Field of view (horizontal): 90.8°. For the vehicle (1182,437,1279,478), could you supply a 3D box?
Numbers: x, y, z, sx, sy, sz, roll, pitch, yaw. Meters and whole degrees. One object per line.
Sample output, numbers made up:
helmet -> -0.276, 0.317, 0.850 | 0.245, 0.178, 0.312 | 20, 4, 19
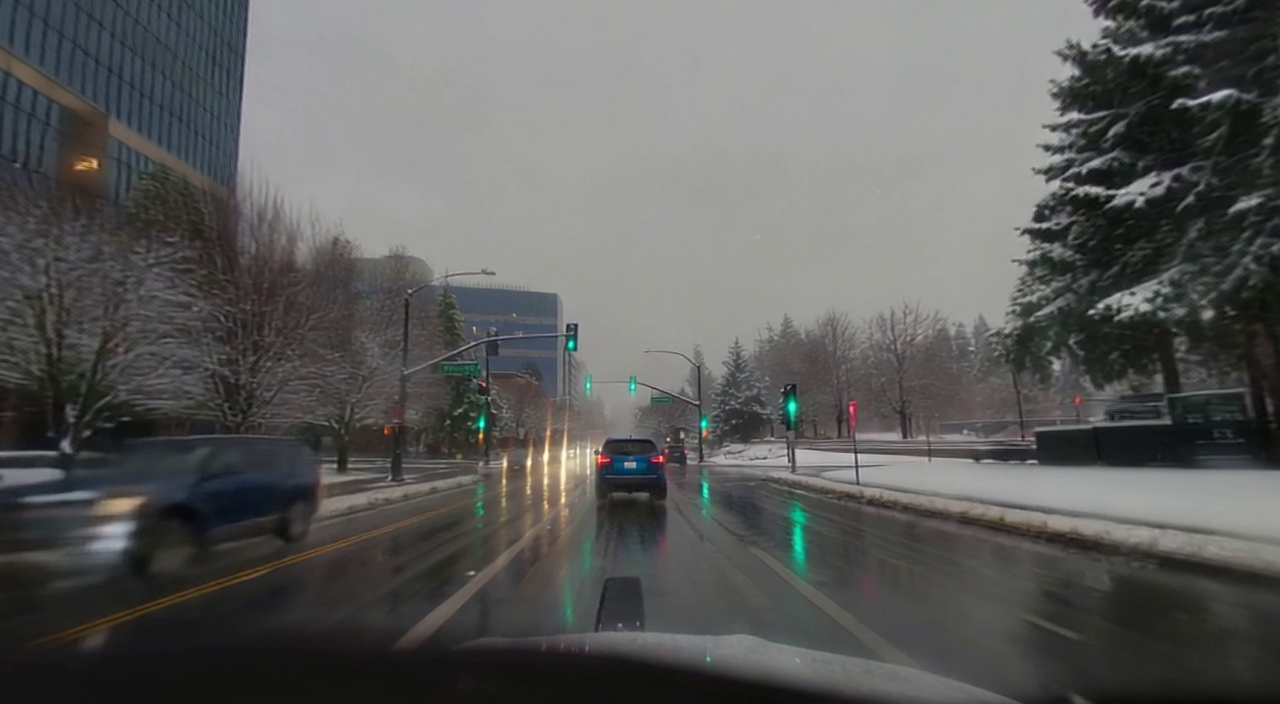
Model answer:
vehicle -> 26.454, 4.443, 26.727 | 5.161, 1.610, 2.024 | 0, -9, -2

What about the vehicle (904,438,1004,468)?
vehicle -> 16.864, 5.425, 34.021 | 4.422, 1.563, 1.751 | 0, -9, -2

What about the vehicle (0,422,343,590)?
vehicle -> -6.005, 1.861, 8.476 | 2.028, 1.655, 4.189 | 0, -9, -1

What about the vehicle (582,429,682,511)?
vehicle -> -0.243, 2.891, 15.890 | 2.183, 1.765, 4.059 | 0, -9, -2

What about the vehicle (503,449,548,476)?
vehicle -> -6.779, 6.588, 37.937 | 1.908, 1.475, 4.337 | 0, -9, 0
